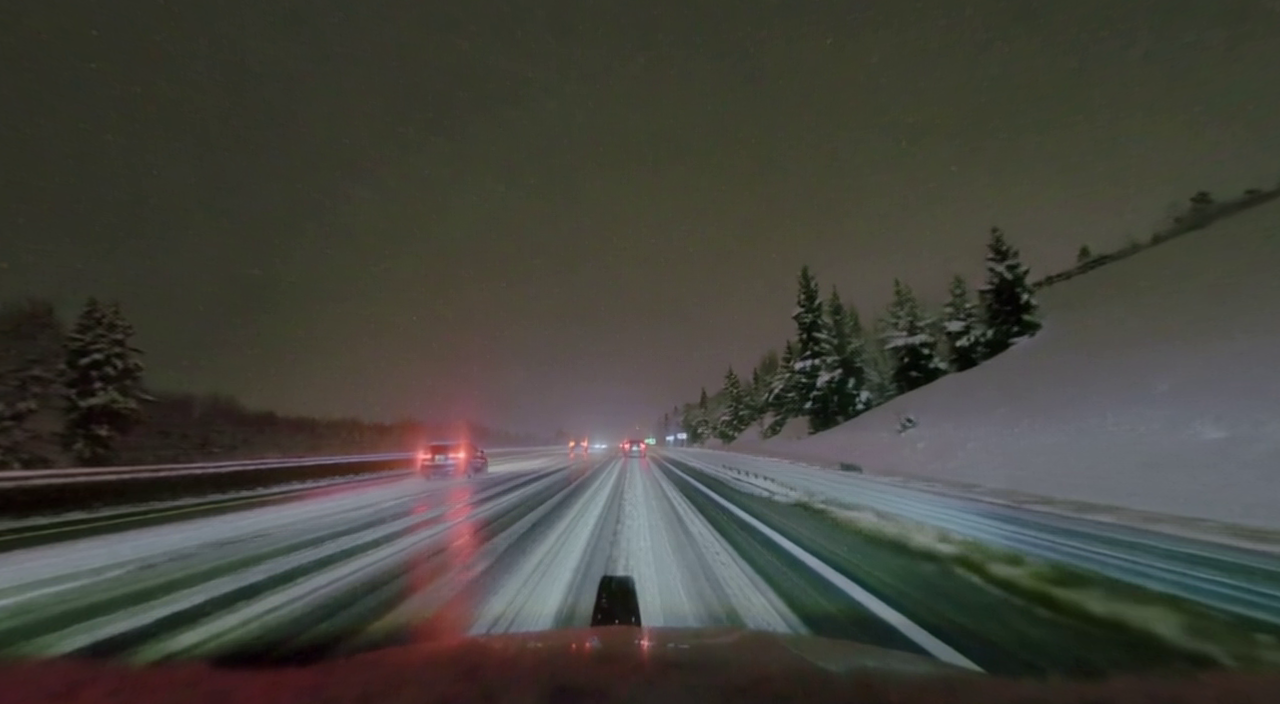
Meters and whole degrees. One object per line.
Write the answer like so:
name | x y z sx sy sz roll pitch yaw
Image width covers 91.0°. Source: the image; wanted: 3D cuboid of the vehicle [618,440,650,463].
vehicle | -0.438 6.753 42.972 2.072 1.440 3.690 0 -8 -1

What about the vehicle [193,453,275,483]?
vehicle | -22.668 6.475 35.371 1.827 1.429 4.211 0 -8 -1

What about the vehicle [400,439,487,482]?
vehicle | -7.535 4.185 24.668 1.939 1.504 4.727 0 -8 -1
